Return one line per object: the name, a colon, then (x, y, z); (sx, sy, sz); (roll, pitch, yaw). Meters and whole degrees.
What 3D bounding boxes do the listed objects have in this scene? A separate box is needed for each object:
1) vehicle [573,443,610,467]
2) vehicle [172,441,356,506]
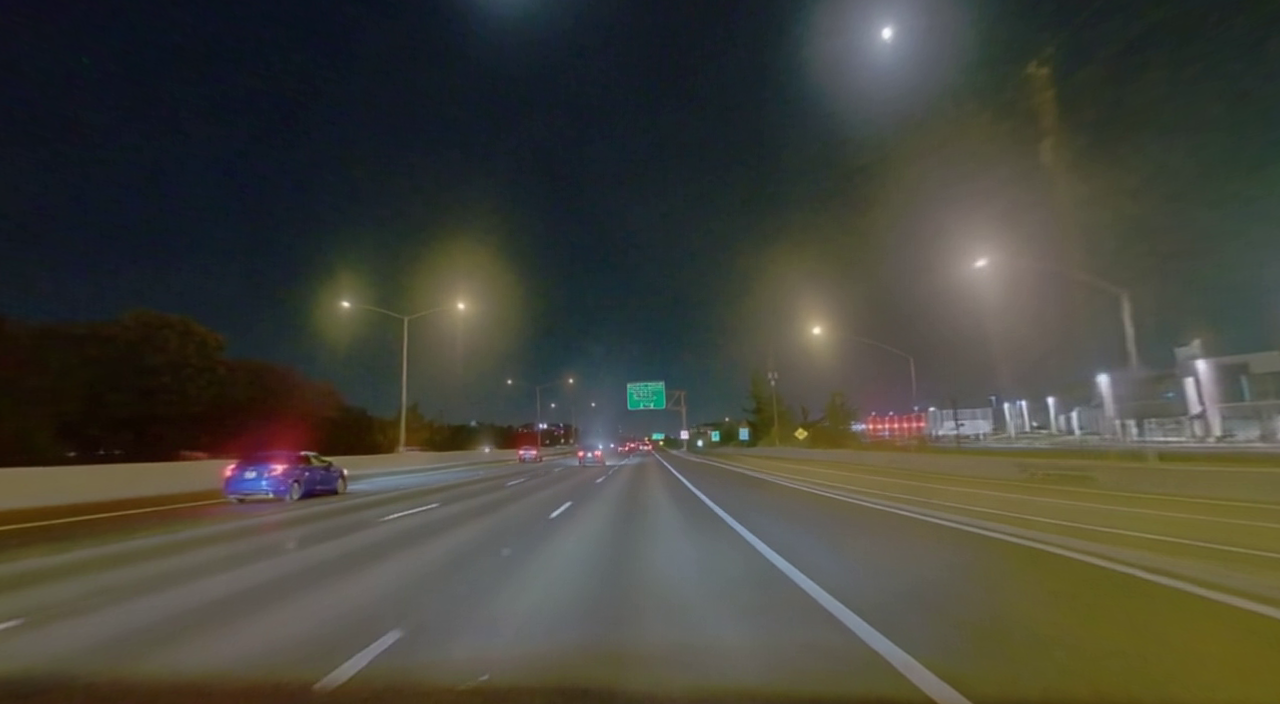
vehicle: (-3.129, 6.721, 41.515); (2.050, 1.479, 4.342); (0, -8, 1)
vehicle: (-10.034, 3.241, 17.423); (2.002, 1.526, 4.822); (0, -8, 1)
